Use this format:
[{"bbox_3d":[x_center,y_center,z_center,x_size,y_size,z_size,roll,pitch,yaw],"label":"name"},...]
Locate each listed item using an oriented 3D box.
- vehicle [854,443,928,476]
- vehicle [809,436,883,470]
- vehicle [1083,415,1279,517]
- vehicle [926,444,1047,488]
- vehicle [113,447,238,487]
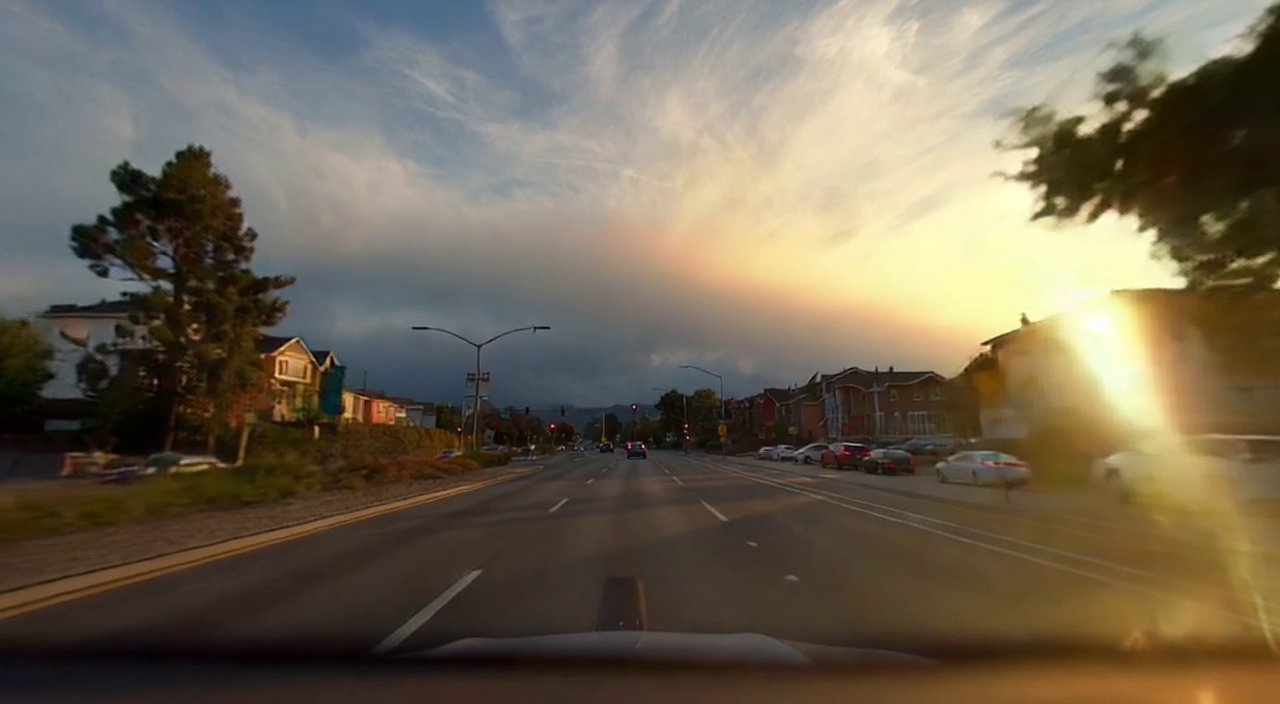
[{"bbox_3d":[12.339,5.321,31.380,1.836,1.448,4.624,-1,-9,1],"label":"vehicle"},{"bbox_3d":[12.506,6.246,38.907,2.386,1.919,6.109,-1,-9,-1],"label":"vehicle"},{"bbox_3d":[13.122,2.484,14.197,2.047,1.950,5.112,1,-8,-9],"label":"vehicle"},{"bbox_3d":[12.715,4.177,23.615,1.916,1.452,4.651,0,-8,1],"label":"vehicle"},{"bbox_3d":[-19.129,4.738,26.315,1.815,1.468,4.398,0,-8,1],"label":"vehicle"}]
